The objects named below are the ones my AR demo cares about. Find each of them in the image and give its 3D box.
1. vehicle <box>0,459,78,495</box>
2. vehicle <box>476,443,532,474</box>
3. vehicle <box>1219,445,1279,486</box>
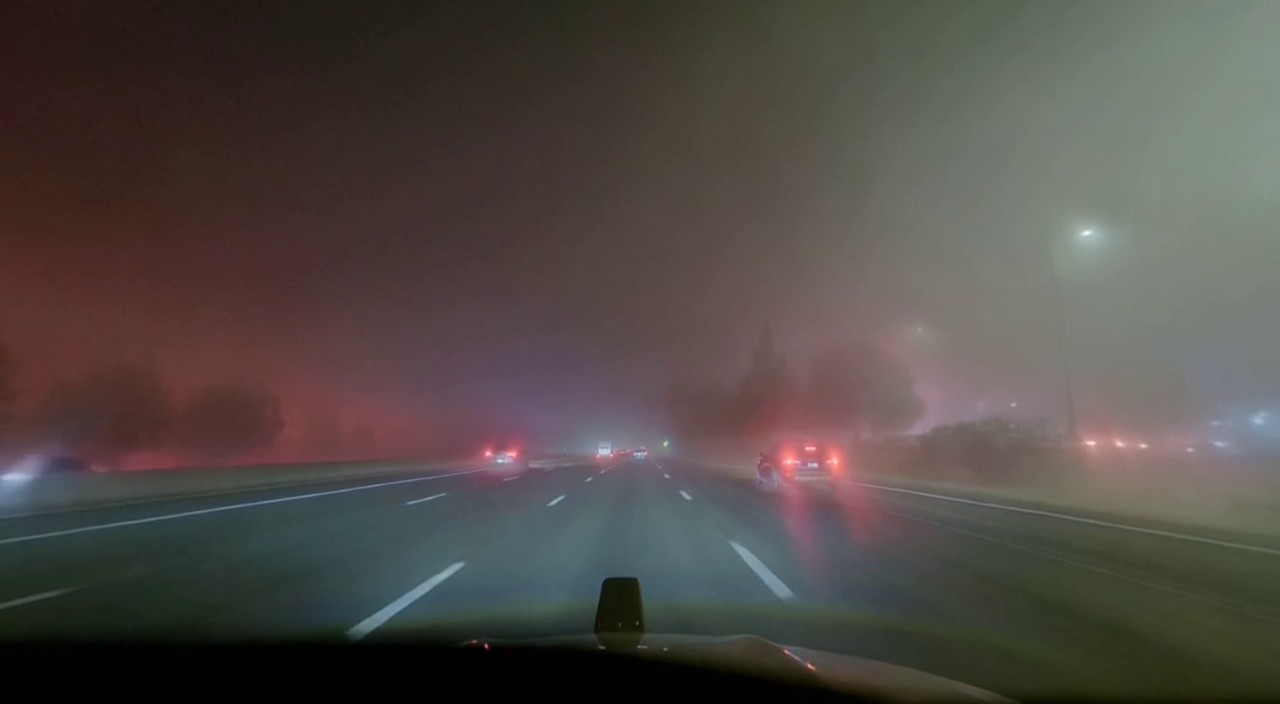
[{"bbox_3d":[-28.432,5.639,28.641,1.802,1.485,4.234,0,-9,0],"label":"vehicle"},{"bbox_3d":[-7.132,5.610,33.370,1.985,1.513,4.172,0,-9,0],"label":"vehicle"},{"bbox_3d":[26.567,4.817,26.700,2.011,1.550,4.792,-1,-8,31],"label":"vehicle"}]
